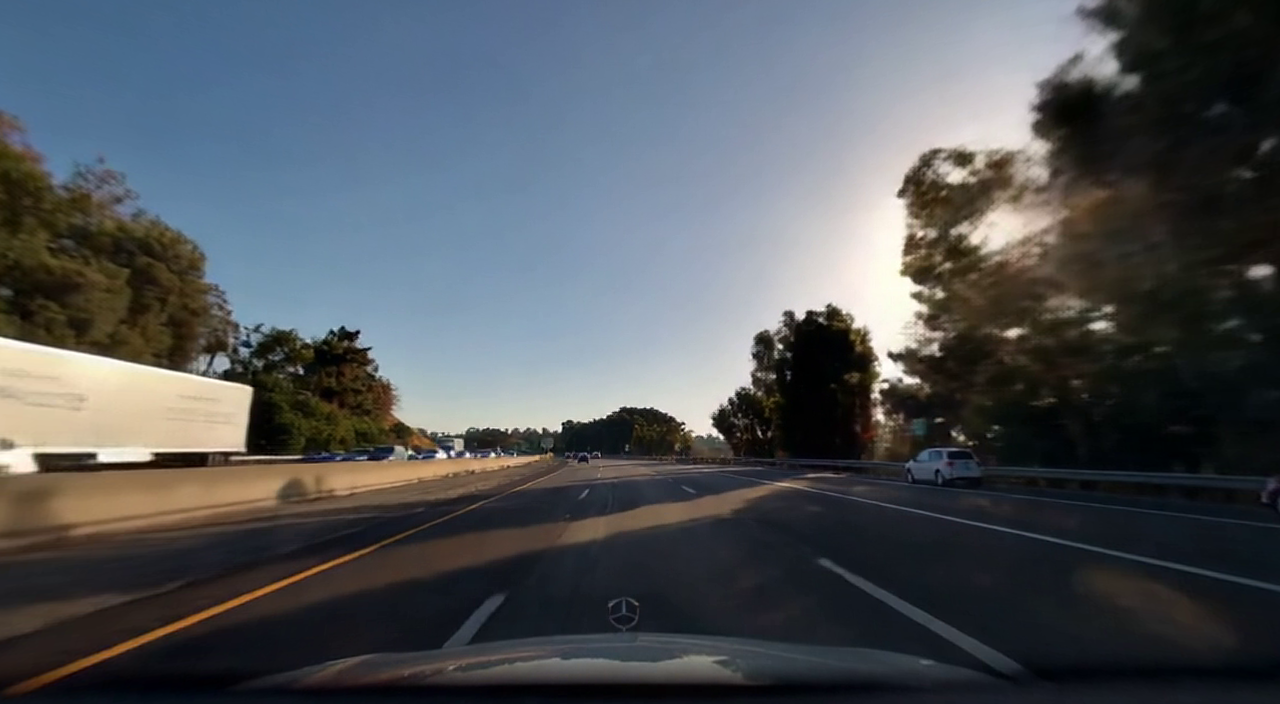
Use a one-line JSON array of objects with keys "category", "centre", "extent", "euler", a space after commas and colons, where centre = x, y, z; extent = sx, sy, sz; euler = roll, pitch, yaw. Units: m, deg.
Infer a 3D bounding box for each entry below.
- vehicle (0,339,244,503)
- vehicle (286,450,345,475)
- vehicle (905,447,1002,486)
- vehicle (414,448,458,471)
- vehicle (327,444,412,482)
[{"category": "vehicle", "centre": [-18.363, 2.400, 20.026], "extent": [2.968, 4.245, 13.857], "euler": [0, -9, -3]}, {"category": "vehicle", "centre": [-20.003, 6.821, 38.778], "extent": [1.793, 1.461, 3.704], "euler": [0, -9, -3]}, {"category": "vehicle", "centre": [15.471, 5.660, 31.262], "extent": [2.020, 1.738, 4.549], "euler": [1, -9, -8]}, {"category": "vehicle", "centre": [-14.379, 7.619, 44.421], "extent": [1.842, 1.507, 4.406], "euler": [0, -9, -4]}, {"category": "vehicle", "centre": [-11.876, 4.912, 27.851], "extent": [1.881, 1.515, 4.661], "euler": [0, -9, -3]}]
